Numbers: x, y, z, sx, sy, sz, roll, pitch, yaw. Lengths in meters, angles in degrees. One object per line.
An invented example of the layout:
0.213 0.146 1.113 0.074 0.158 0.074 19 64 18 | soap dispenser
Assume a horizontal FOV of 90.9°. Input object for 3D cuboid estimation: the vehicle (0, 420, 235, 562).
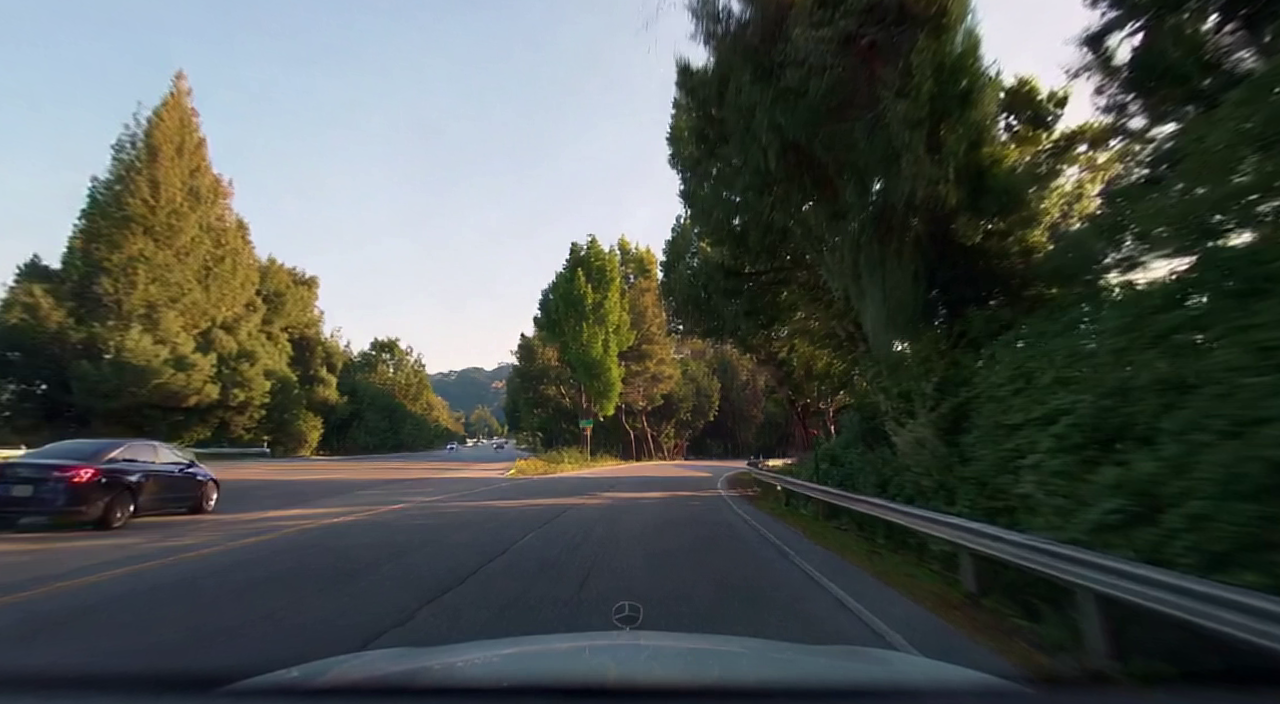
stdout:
-8.210 1.851 9.049 2.015 1.517 4.991 1 -9 -8 | vehicle
